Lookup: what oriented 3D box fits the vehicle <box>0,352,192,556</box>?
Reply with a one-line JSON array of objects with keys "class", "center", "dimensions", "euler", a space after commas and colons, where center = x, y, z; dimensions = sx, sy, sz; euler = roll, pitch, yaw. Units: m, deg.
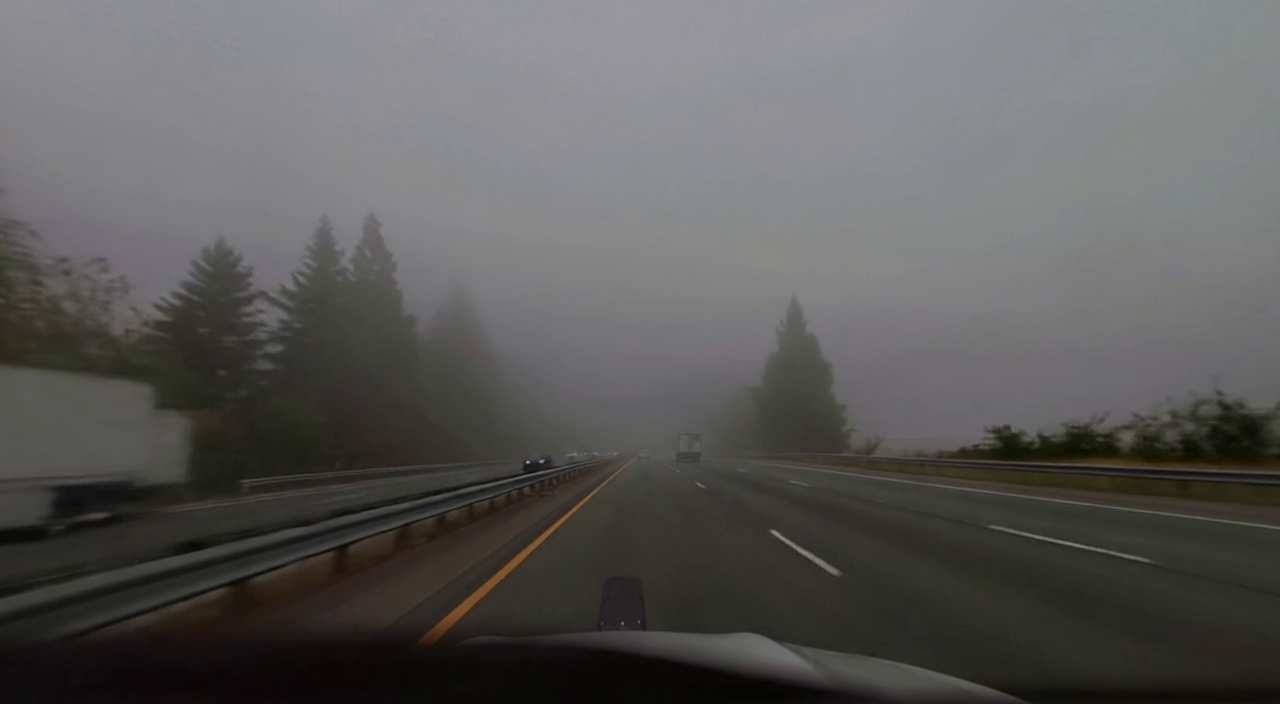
[{"class": "vehicle", "center": [-13.294, 1.842, 11.361], "dimensions": [2.950, 3.735, 9.889], "euler": [0, -9, 1]}]

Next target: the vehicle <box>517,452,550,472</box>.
[{"class": "vehicle", "center": [-8.243, 8.568, 49.113], "dimensions": [1.837, 1.461, 3.814], "euler": [0, -9, 1]}]
